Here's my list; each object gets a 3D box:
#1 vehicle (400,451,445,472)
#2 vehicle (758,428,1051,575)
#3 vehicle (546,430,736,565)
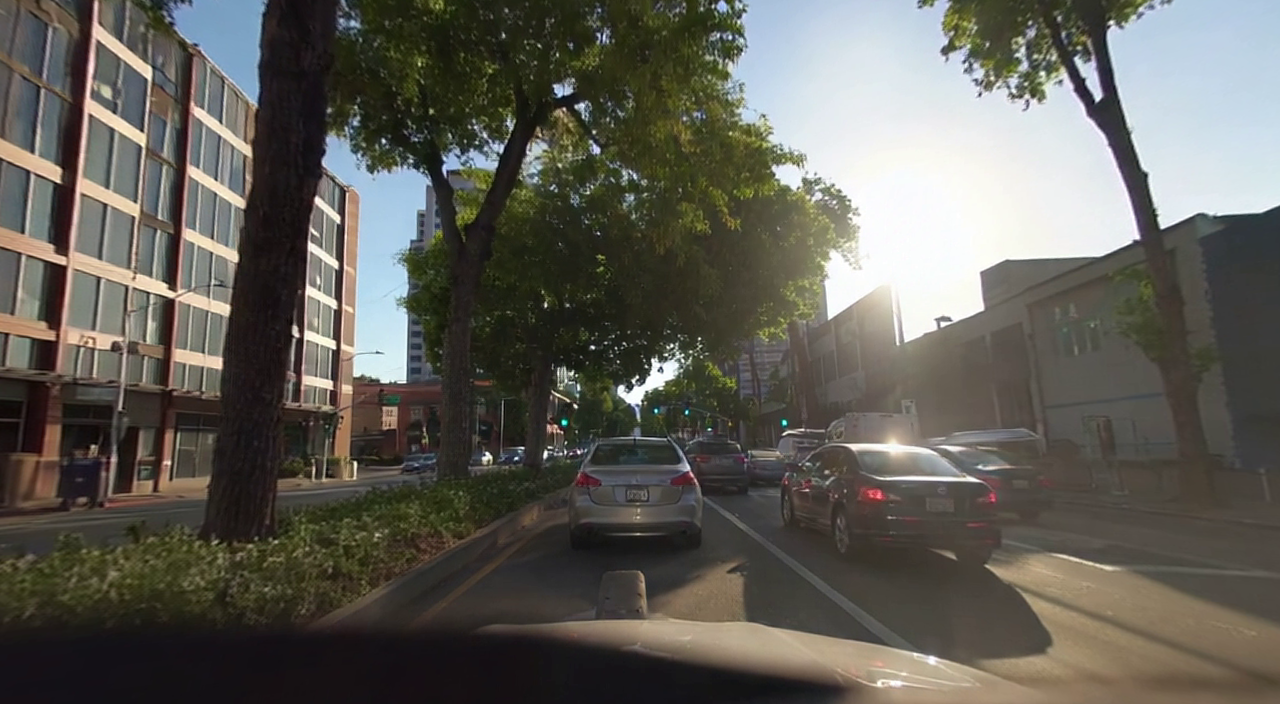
[{"bbox_3d":[-16.693,8.389,48.724,1.864,1.489,4.346,0,-8,0],"label":"vehicle"},{"bbox_3d":[3.131,1.859,8.770,1.995,1.483,4.533,0,-8,-2],"label":"vehicle"},{"bbox_3d":[-0.037,1.924,9.132,2.105,1.474,4.127,0,-8,-1],"label":"vehicle"}]
